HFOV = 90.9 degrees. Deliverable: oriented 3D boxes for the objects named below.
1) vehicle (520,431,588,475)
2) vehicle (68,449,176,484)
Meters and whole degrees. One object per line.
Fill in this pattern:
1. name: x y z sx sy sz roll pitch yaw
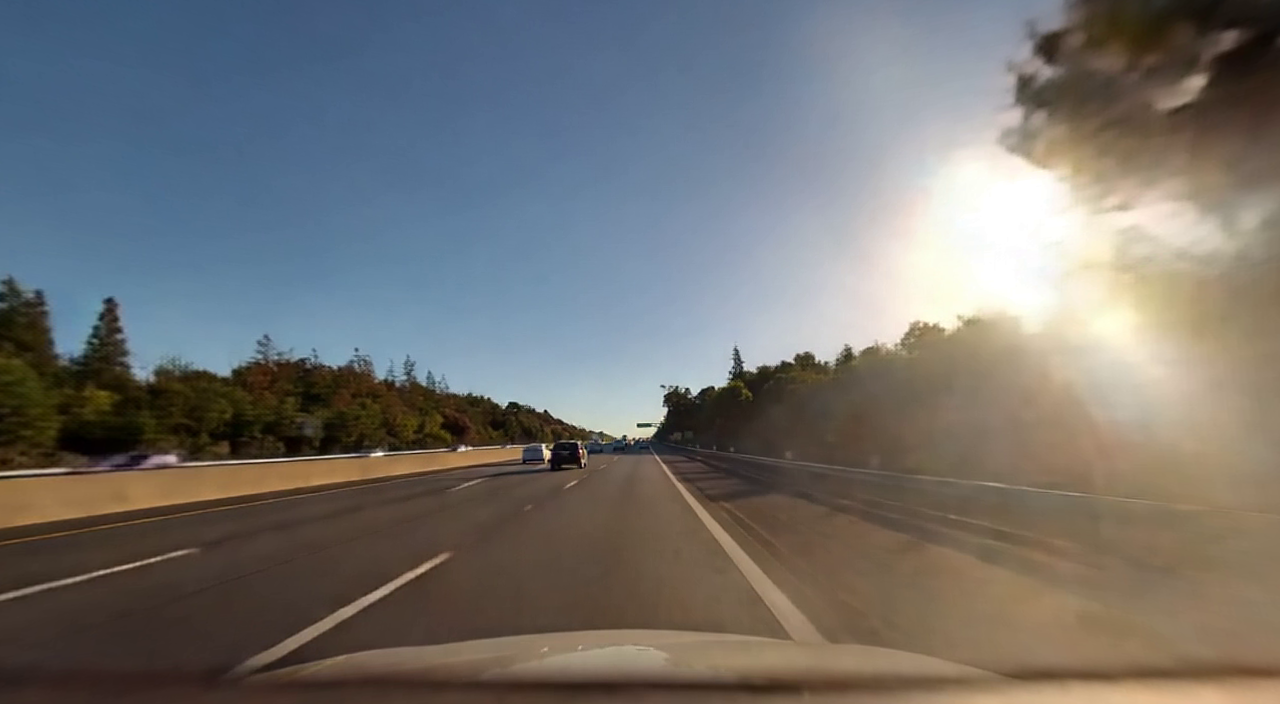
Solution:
1. vehicle: -3.696 4.496 28.230 2.283 1.802 4.810 0 -8 1
2. vehicle: -28.826 6.348 35.348 2.003 1.752 4.697 0 -8 1
